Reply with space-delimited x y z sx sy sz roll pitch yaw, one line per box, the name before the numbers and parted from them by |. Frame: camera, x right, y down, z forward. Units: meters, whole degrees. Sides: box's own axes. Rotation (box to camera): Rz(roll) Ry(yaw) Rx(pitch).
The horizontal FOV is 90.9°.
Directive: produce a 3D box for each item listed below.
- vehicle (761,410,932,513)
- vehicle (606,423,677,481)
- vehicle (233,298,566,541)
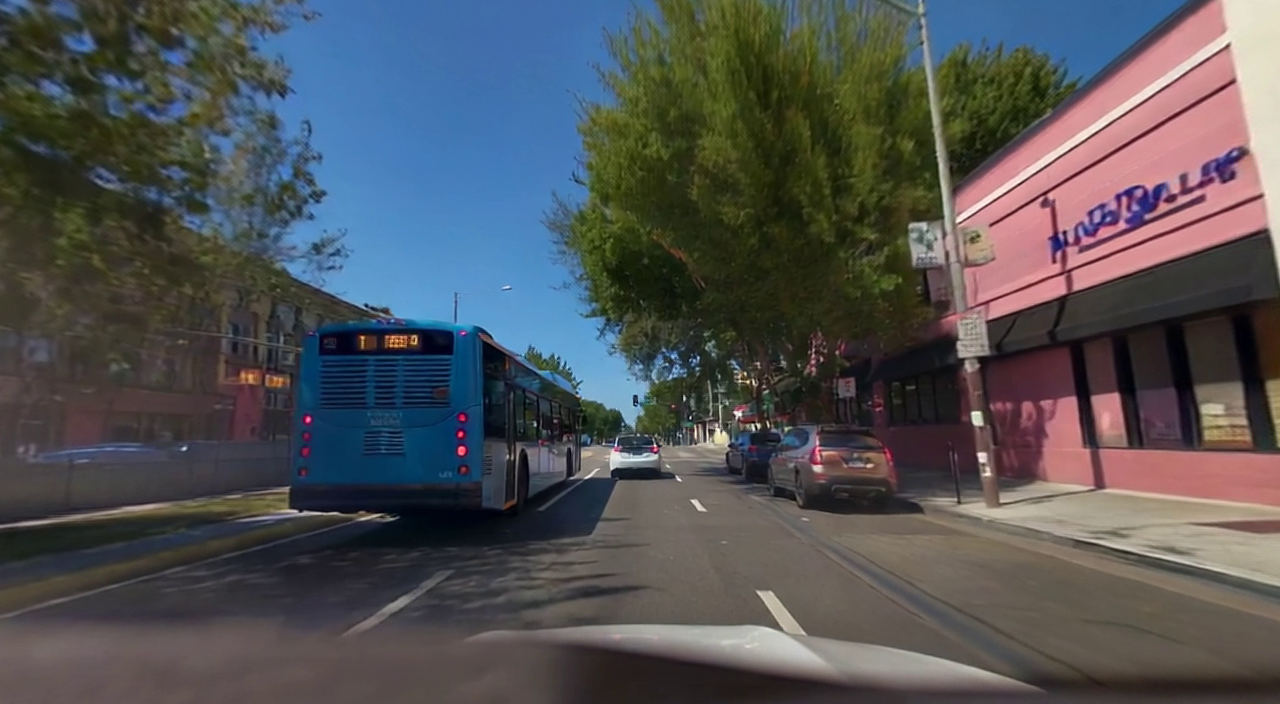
vehicle | 4.038 2.254 13.320 2.138 1.787 4.522 0 -8 1
vehicle | 0.072 3.296 20.950 2.120 1.727 3.917 0 -8 1
vehicle | -3.305 1.458 11.777 2.920 2.884 8.588 0 -9 -1
